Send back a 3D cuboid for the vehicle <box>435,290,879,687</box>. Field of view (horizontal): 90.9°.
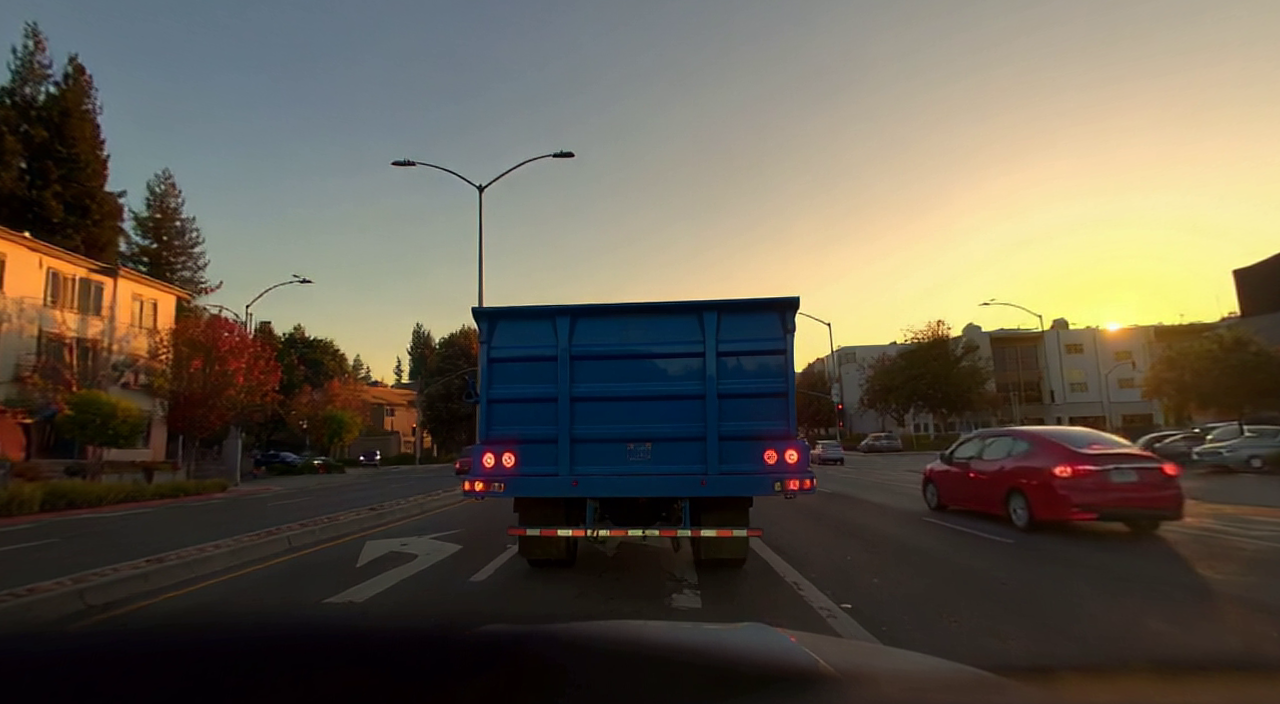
[{"bbox_3d":[0.238,1.307,7.399,2.650,2.391,7.008,-1,-8,3],"label":"vehicle"}]

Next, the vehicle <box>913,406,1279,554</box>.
[{"bbox_3d":[6.802,1.964,10.453,2.363,1.825,4.989,-1,-8,1],"label":"vehicle"}]
